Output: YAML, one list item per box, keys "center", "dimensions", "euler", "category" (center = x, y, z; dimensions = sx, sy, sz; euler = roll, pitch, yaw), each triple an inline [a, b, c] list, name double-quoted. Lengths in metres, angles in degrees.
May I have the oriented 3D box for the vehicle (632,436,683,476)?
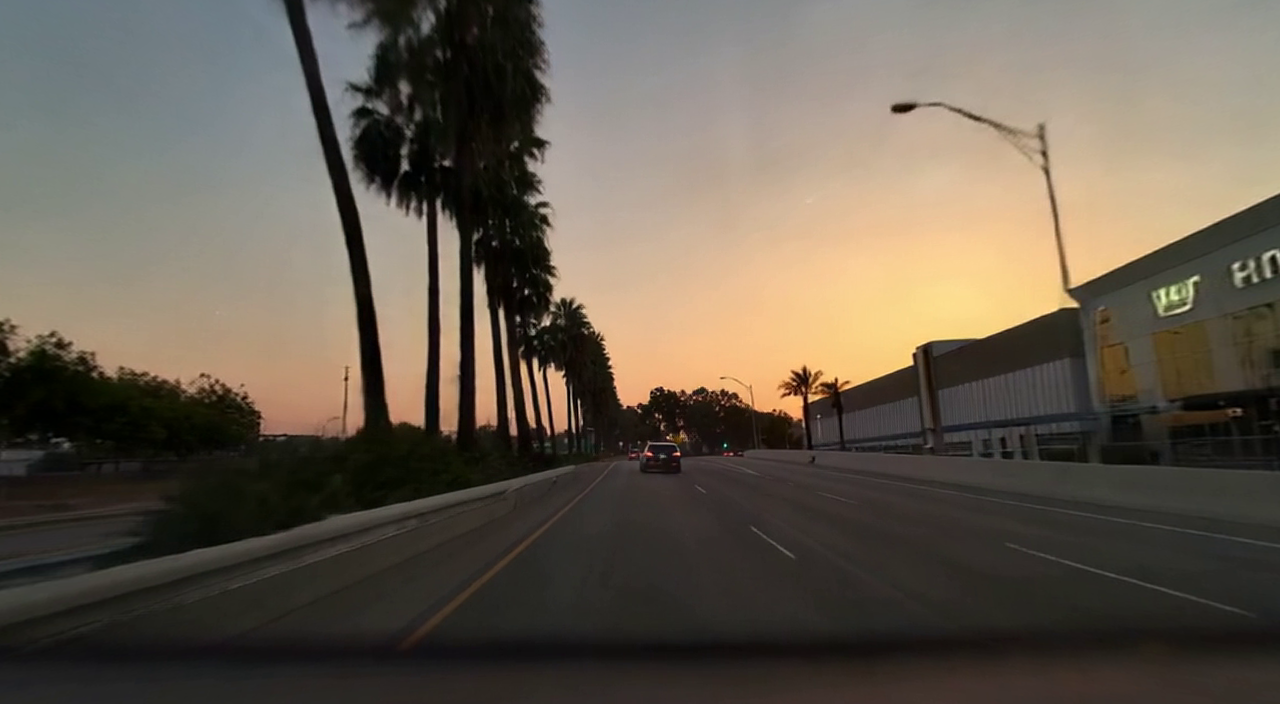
- center: [0.717, 4.844, 29.479]
  dimensions: [2.089, 1.718, 4.193]
  euler: [0, -9, -2]
  category: "vehicle"
